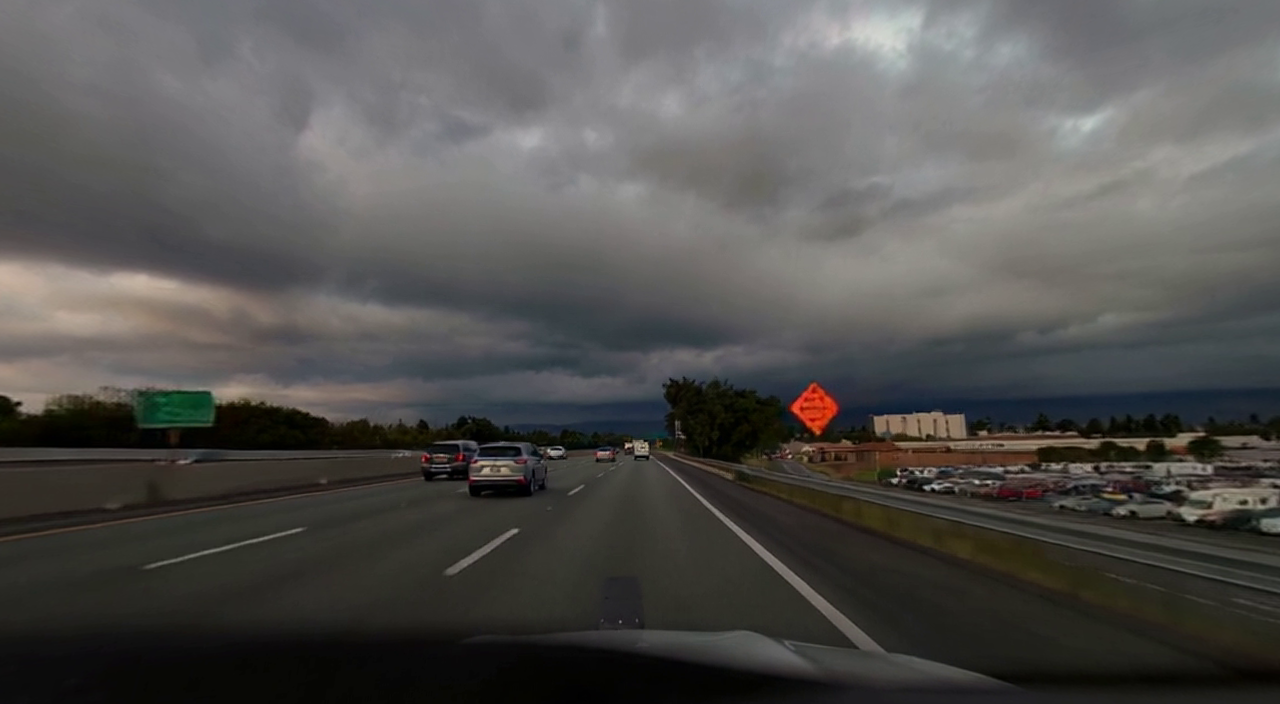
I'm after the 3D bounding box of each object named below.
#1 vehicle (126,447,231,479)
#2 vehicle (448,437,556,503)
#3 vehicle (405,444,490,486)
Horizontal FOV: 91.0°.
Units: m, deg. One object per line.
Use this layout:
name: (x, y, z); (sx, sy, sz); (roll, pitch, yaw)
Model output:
vehicle: (-29.250, 7.031, 40.199); (2.215, 1.881, 5.812); (0, -9, 1)
vehicle: (-3.840, 3.352, 18.338); (2.070, 1.665, 4.213); (0, -9, 1)
vehicle: (-7.635, 4.502, 25.456); (1.991, 1.538, 4.360); (0, -9, 1)
